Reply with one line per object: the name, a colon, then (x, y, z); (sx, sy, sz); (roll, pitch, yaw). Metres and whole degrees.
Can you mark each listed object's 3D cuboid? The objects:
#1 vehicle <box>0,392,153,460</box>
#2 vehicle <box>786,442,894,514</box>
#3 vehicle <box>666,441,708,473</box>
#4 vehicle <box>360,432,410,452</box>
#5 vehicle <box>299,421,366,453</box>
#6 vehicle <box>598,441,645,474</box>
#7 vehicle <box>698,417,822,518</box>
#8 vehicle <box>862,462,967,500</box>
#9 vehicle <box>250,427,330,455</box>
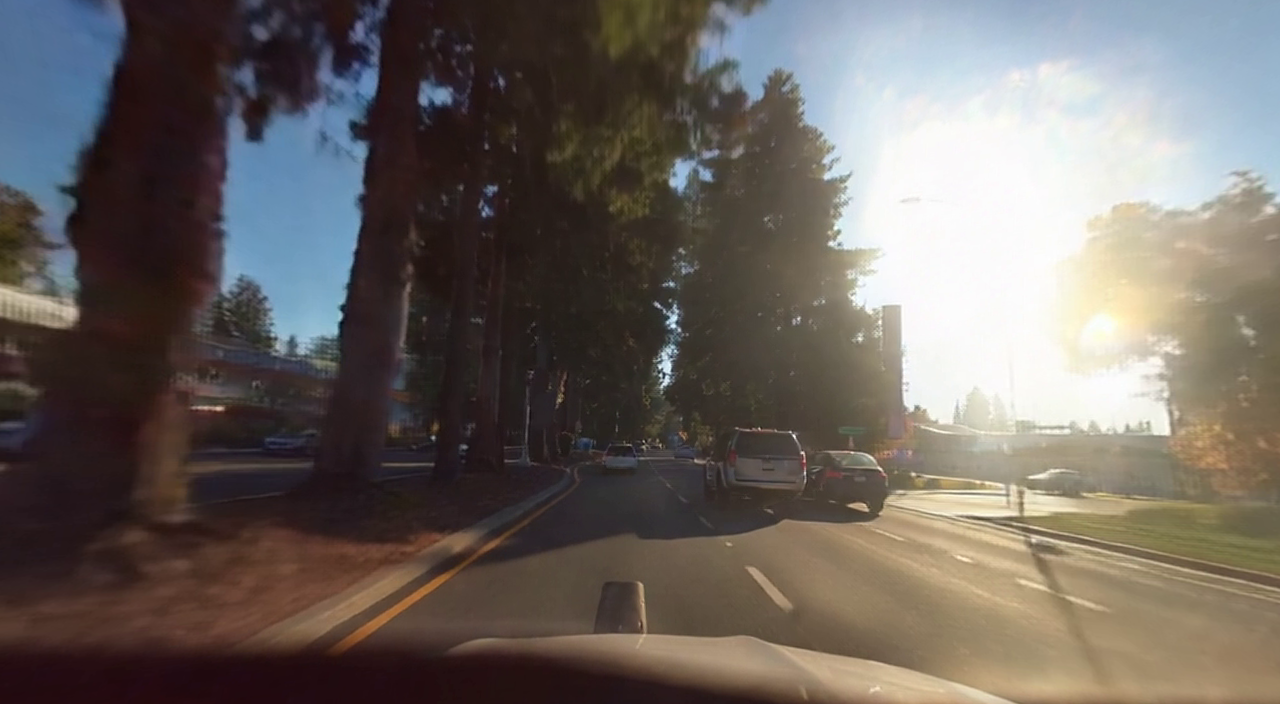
vehicle: (-19.292, 2.501, 20.751); (2.226, 1.925, 5.293); (3, -9, 1)
vehicle: (6.199, 3.895, 20.113); (1.913, 1.777, 4.269); (8, -8, 1)
vehicle: (2.649, 5.994, 36.360); (1.922, 1.708, 4.126); (0, -9, -2)
vehicle: (-19.594, 6.965, 48.718); (1.913, 1.417, 4.592); (0, -9, 0)
vehicle: (-19.574, 5.497, 40.463); (2.056, 1.899, 4.803); (0, -8, -2)
vehicle: (-0.869, 5.064, 30.489); (2.119, 1.460, 3.847); (0, -8, -1)
vehicle: (2.735, 2.744, 15.443); (2.035, 1.940, 4.299); (4, -9, -1)
vehicle: (14.151, 6.652, 32.811); (4.545, 1.770, 2.057); (-1, -9, 8)
vehicle: (-19.365, 4.962, 35.187); (1.877, 1.446, 4.593); (0, -8, -1)
